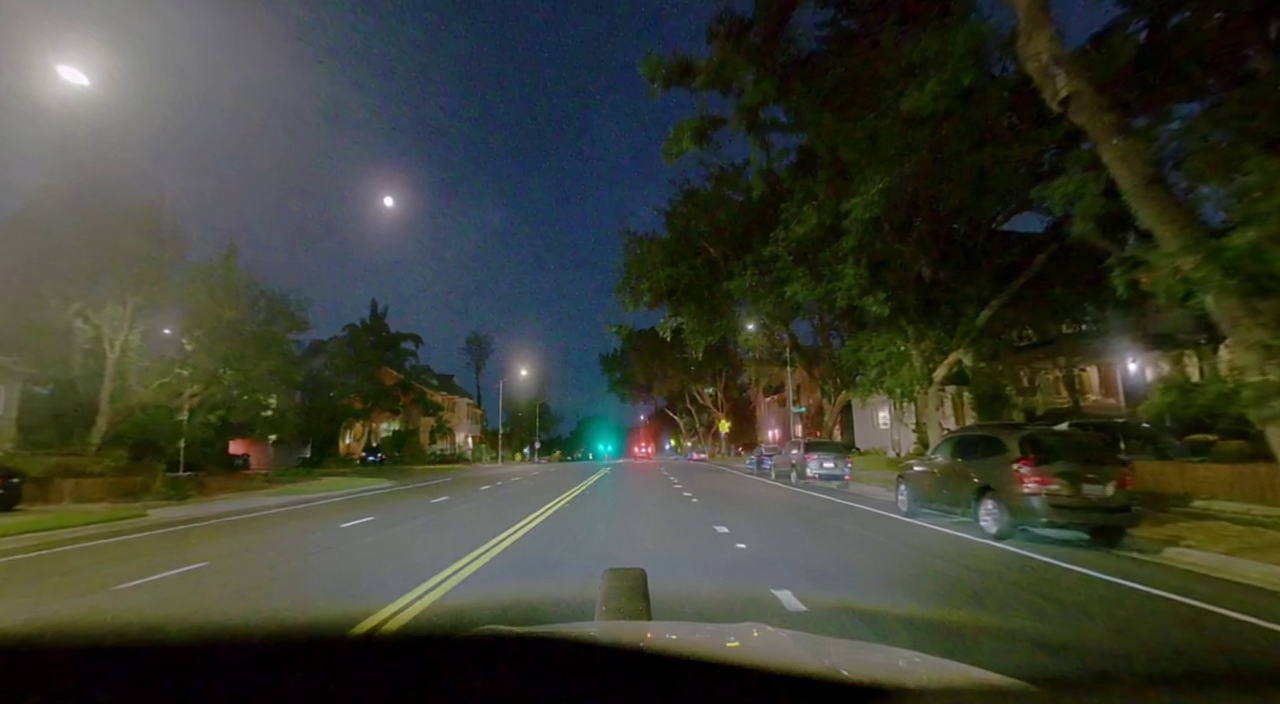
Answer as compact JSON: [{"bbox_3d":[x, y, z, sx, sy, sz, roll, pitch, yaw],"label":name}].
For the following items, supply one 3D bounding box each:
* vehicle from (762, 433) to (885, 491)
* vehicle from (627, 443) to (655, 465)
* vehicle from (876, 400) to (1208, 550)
[{"bbox_3d":[6.697,4.113,23.987,2.878,1.927,5.774,0,-8,0],"label":"vehicle"},{"bbox_3d":[0.018,8.055,49.823,2.106,1.667,4.367,0,-8,-1],"label":"vehicle"},{"bbox_3d":[6.601,2.113,11.584,2.260,2.046,5.766,0,-8,0],"label":"vehicle"}]
